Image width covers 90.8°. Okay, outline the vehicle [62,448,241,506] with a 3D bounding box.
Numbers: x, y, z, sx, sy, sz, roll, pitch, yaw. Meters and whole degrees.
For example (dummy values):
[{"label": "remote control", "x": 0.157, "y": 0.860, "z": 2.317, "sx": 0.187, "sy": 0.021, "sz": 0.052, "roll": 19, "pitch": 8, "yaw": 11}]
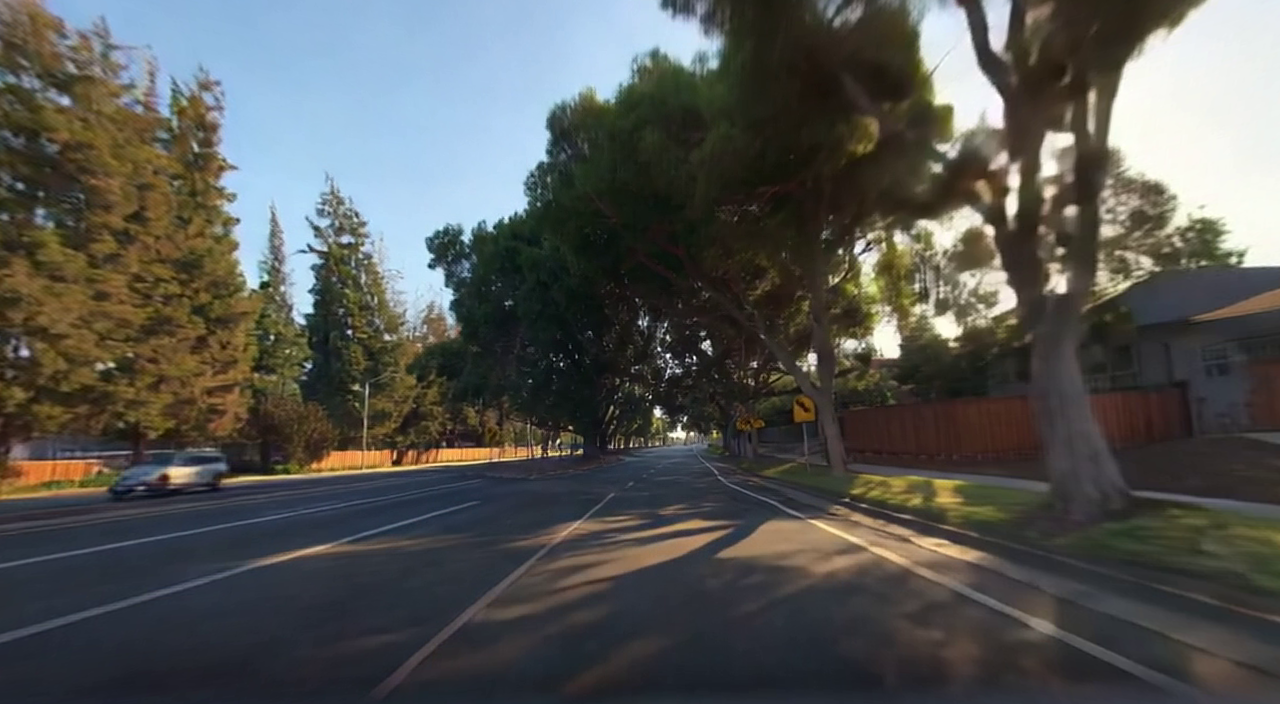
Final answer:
[{"label": "vehicle", "x": -14.549, "y": 3.701, "z": 19.233, "sx": 1.887, "sy": 1.478, "sz": 4.471, "roll": 0, "pitch": -8, "yaw": 0}]
